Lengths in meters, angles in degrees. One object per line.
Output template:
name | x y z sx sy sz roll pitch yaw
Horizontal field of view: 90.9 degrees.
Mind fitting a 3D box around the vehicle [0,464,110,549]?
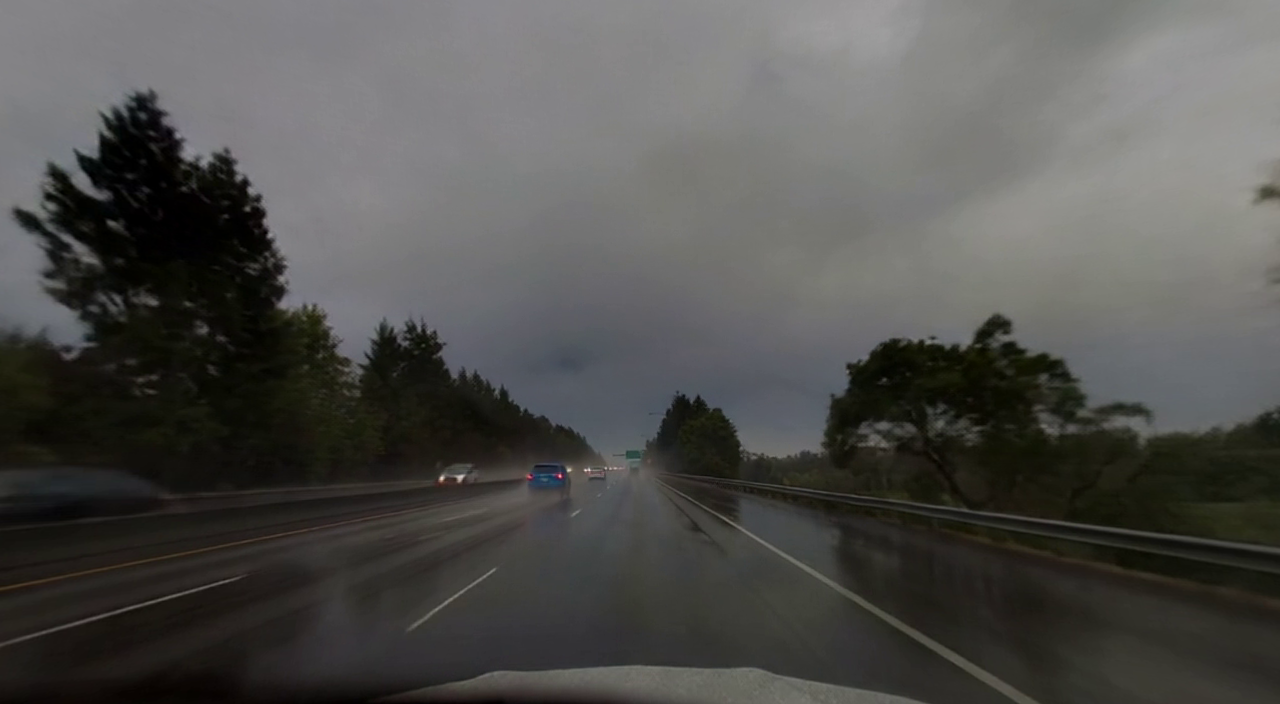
vehicle | -12.670 2.826 11.551 1.939 1.525 4.481 1 -10 0

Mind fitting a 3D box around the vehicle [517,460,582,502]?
vehicle | -3.757 5.480 27.009 2.068 1.592 4.479 1 -10 0

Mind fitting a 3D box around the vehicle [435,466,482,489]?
vehicle | -12.771 8.852 44.691 2.012 1.522 4.405 1 -10 0
